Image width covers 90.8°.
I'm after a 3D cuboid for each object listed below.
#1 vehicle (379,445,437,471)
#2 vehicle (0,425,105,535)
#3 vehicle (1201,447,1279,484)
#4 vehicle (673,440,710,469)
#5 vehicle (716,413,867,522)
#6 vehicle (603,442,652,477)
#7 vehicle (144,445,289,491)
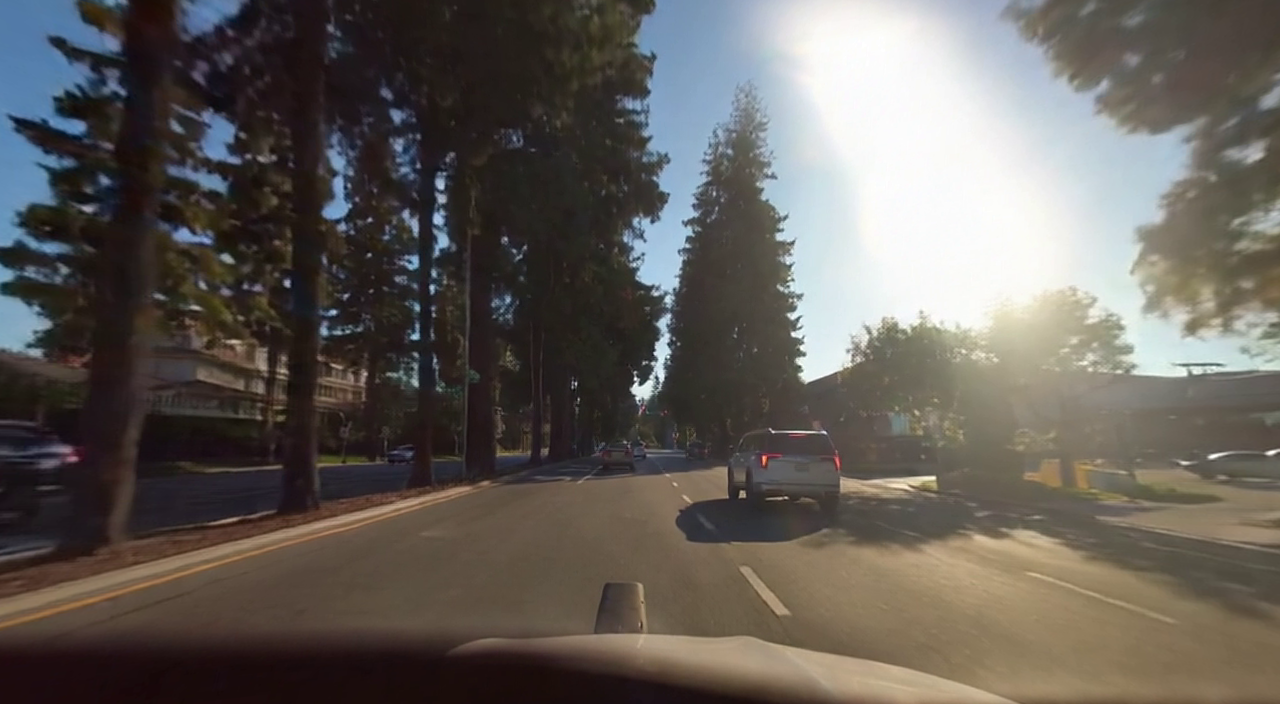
[{"bbox_3d":[-14.517,6.653,39.853,1.913,1.477,4.470,-1,-9,1],"label":"vehicle"},{"bbox_3d":[-11.530,1.920,9.182,2.496,1.750,5.670,-1,-9,1],"label":"vehicle"},{"bbox_3d":[29.214,5.230,29.411,1.912,1.598,4.602,-1,-9,0],"label":"vehicle"},{"bbox_3d":[3.217,6.480,40.080,1.922,1.708,4.126,0,-9,-1],"label":"vehicle"},{"bbox_3d":[2.972,2.391,13.516,2.035,1.940,4.299,0,-9,-1],"label":"vehicle"},{"bbox_3d":[-0.577,4.952,29.331,2.119,1.460,3.847,0,-9,0],"label":"vehicle"},{"bbox_3d":[-15.240,4.173,23.123,1.993,1.465,4.761,-1,-9,0],"label":"vehicle"}]
